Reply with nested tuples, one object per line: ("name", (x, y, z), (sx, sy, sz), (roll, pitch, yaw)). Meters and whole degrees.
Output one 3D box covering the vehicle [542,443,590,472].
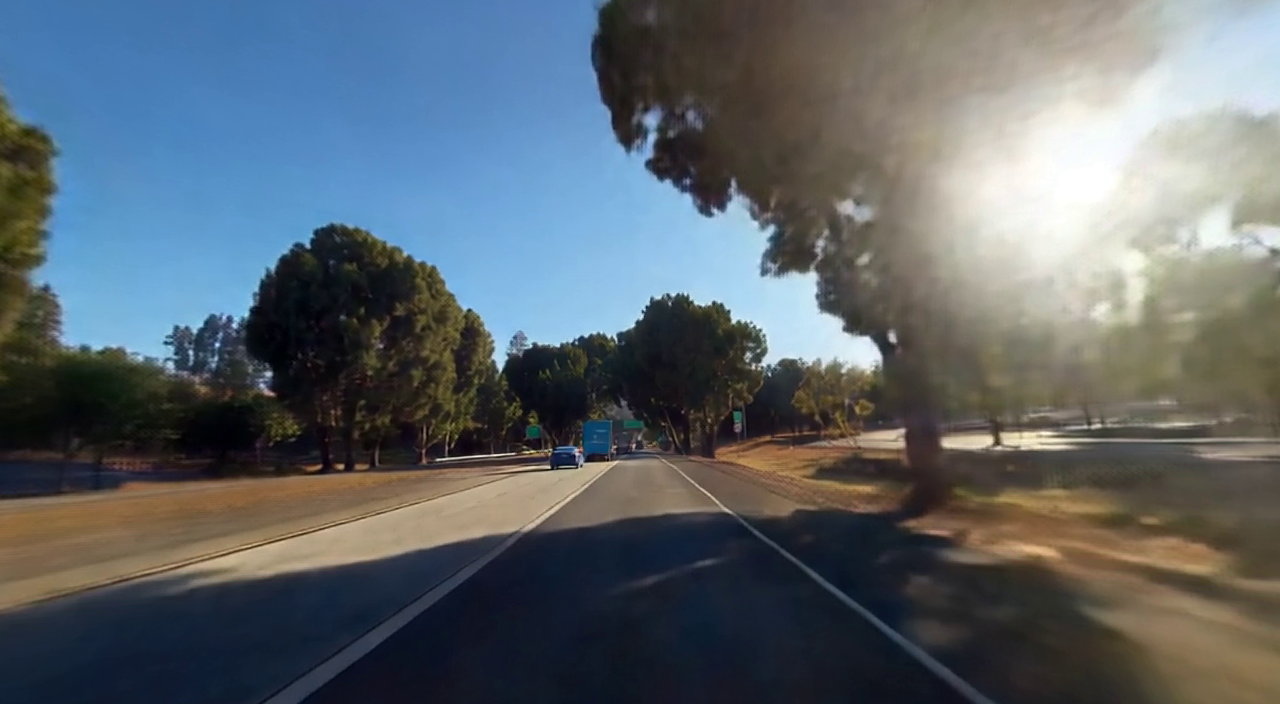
("vehicle", (-3.941, 5.706, 34.261), (2.005, 1.462, 4.345), (0, -8, 1))
